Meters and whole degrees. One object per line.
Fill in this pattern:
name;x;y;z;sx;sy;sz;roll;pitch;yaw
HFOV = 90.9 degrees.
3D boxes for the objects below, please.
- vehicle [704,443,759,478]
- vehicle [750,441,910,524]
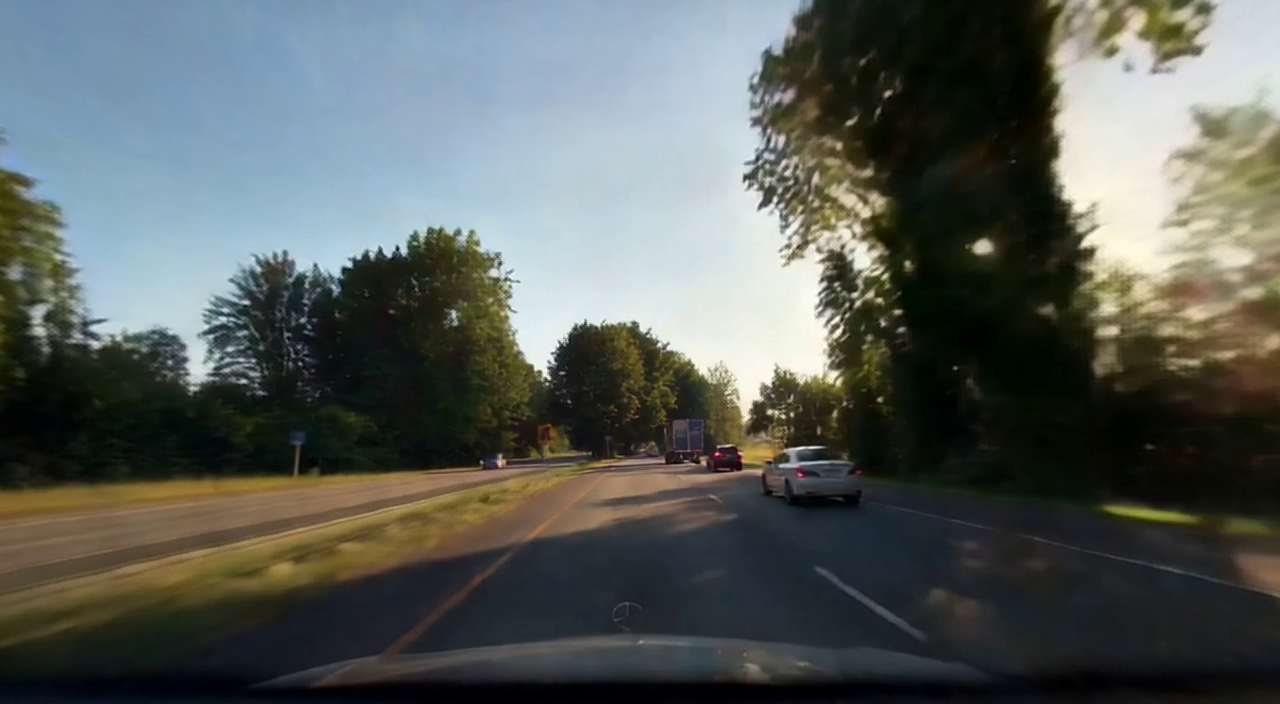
vehicle;4.748;5.714;33.355;2.118;1.688;4.715;0;-9;-1
vehicle;3.949;2.795;14.139;2.031;1.491;4.883;0;-9;0
